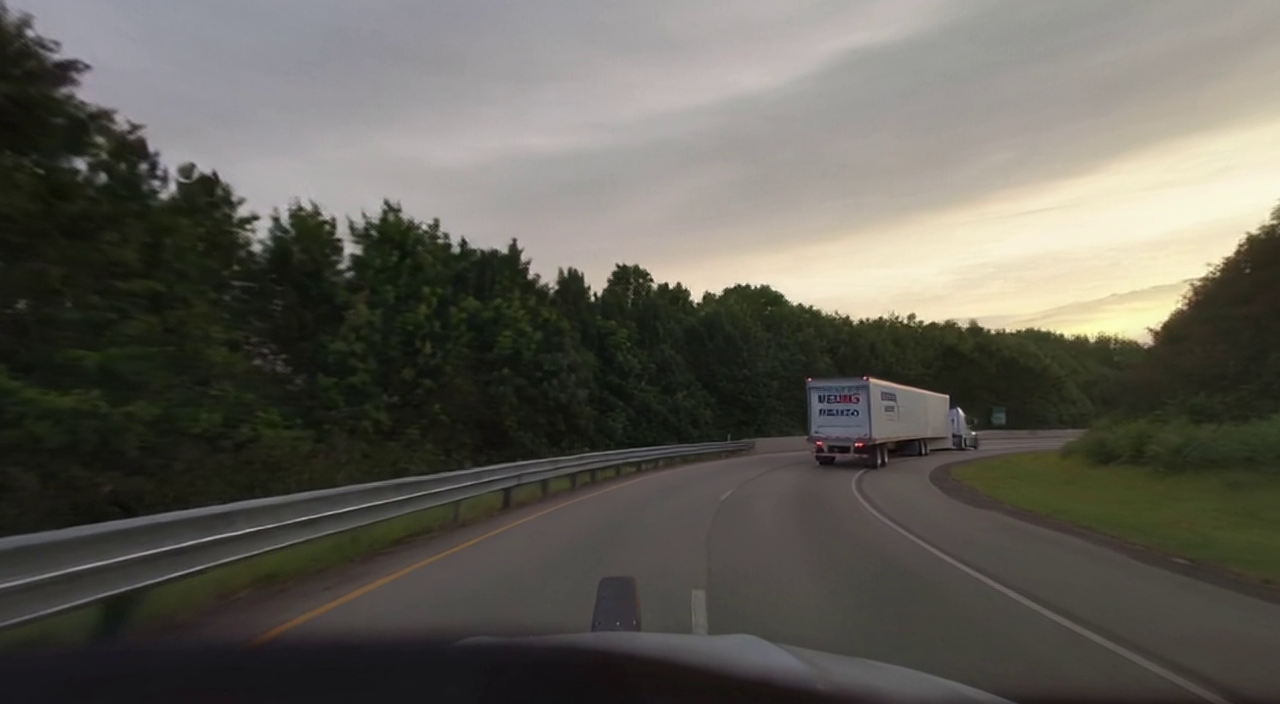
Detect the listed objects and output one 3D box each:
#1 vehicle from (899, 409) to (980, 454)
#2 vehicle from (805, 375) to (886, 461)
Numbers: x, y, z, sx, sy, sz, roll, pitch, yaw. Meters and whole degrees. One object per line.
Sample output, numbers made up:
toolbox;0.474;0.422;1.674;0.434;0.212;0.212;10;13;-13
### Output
vehicle;18.587;4.931;38.824;6.650;2.524;2.120;7;-10;-42
vehicle;9.775;3.160;29.780;2.963;3.771;3.137;-4;-9;28
